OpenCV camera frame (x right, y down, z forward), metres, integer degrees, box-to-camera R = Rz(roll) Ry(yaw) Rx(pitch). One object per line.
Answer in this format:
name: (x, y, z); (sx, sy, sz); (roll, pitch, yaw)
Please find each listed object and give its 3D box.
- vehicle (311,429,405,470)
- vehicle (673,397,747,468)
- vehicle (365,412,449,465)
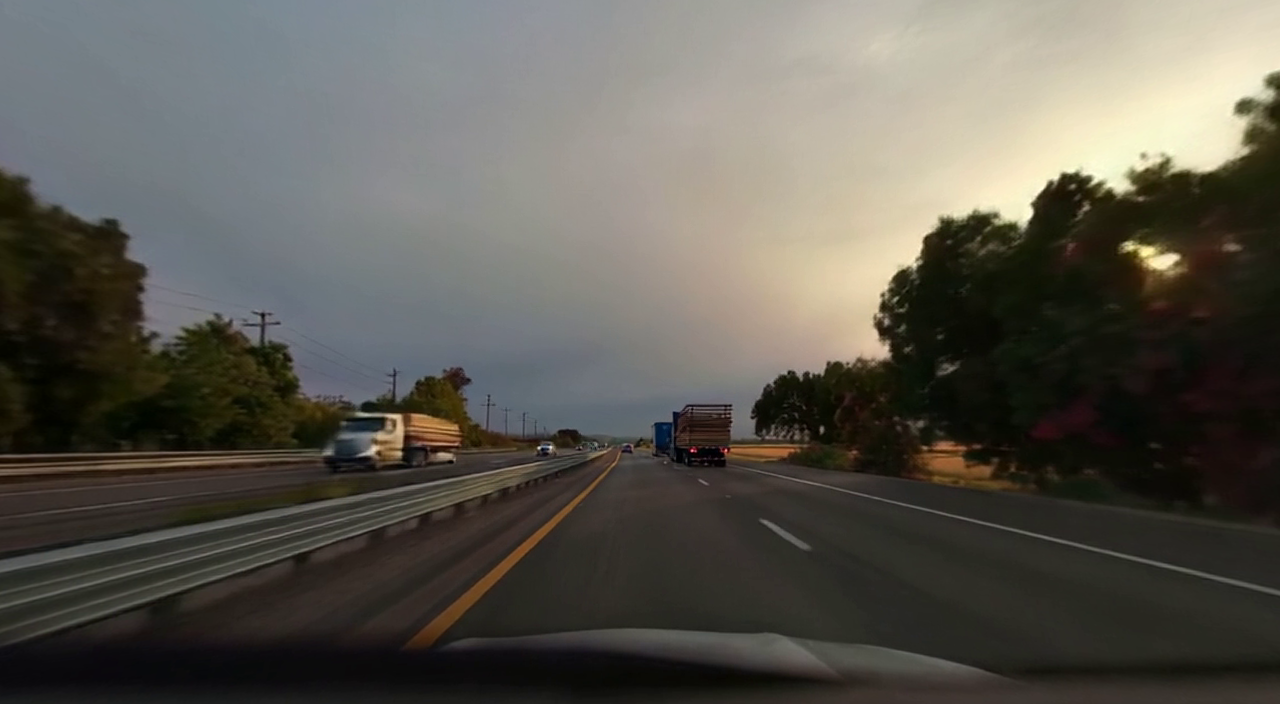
vehicle: (-12.529, 4.381, 28.298); (1.893, 1.652, 4.998); (0, -9, 1)
vehicle: (4.071, 5.272, 40.067); (3.278, 3.788, 13.133); (0, -9, 0)
vehicle: (-12.655, 4.771, 34.536); (2.410, 2.664, 5.507); (0, -9, 0)
